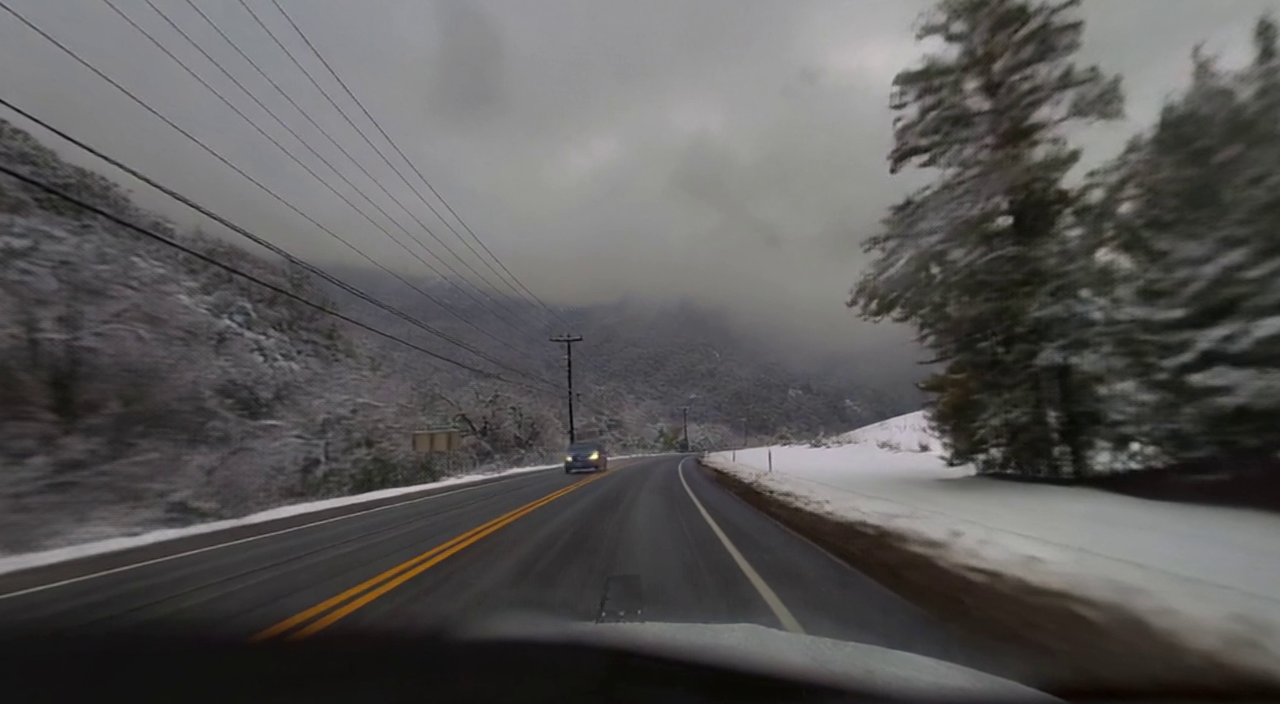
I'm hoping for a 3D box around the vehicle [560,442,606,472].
[{"bbox_3d":[-3.366,6.276,38.035,2.103,1.679,4.081,-1,-9,4],"label":"vehicle"}]
